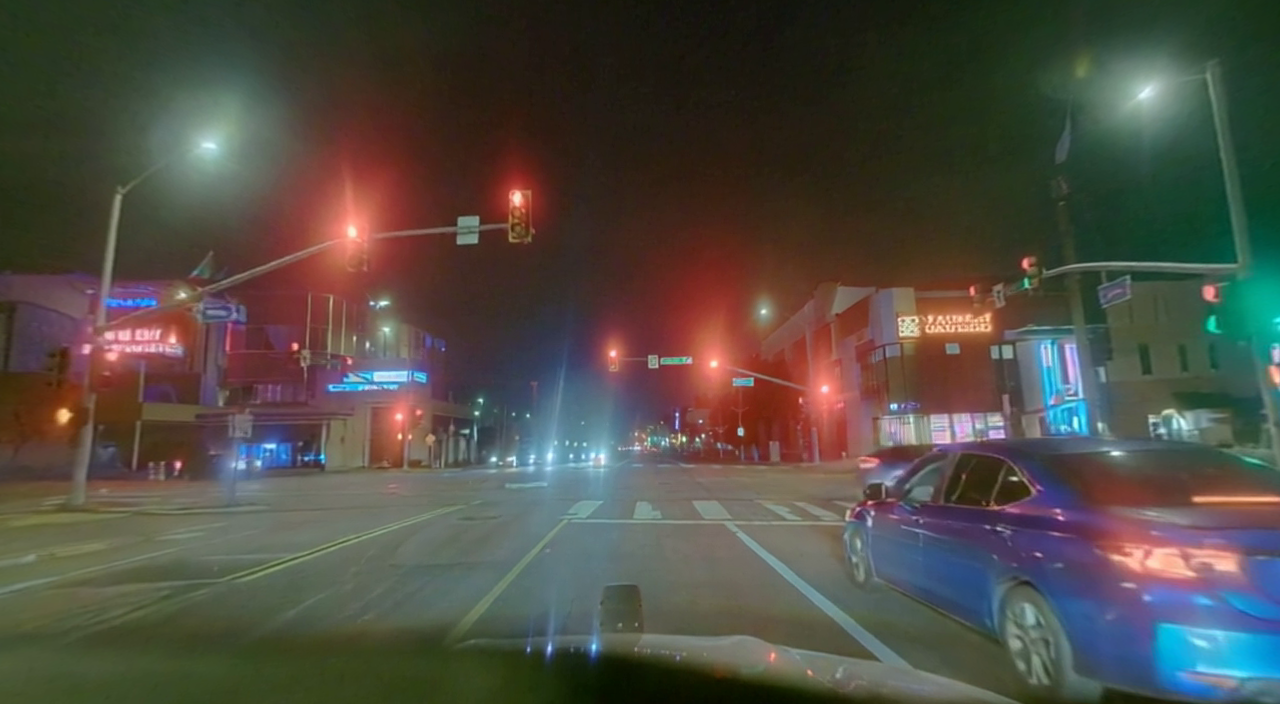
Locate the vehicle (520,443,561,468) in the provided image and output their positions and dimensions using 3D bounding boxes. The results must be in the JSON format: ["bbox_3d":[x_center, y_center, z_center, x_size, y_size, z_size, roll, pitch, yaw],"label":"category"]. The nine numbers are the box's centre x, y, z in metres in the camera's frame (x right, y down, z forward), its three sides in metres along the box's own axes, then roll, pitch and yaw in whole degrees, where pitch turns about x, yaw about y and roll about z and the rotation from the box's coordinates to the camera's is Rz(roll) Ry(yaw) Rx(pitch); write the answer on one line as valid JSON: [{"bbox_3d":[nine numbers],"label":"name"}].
[{"bbox_3d":[-7.337,7.692,47.059,2.181,1.703,4.512,-1,-8,1],"label":"vehicle"}]

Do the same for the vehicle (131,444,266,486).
[{"bbox_3d":[-21.523,5.474,30.893,5.161,1.910,2.275,-2,-9,10],"label":"vehicle"}]

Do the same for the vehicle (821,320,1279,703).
[{"bbox_3d":[2.927,1.054,4.193,2.049,1.691,4.447,0,-8,-1],"label":"vehicle"}]
